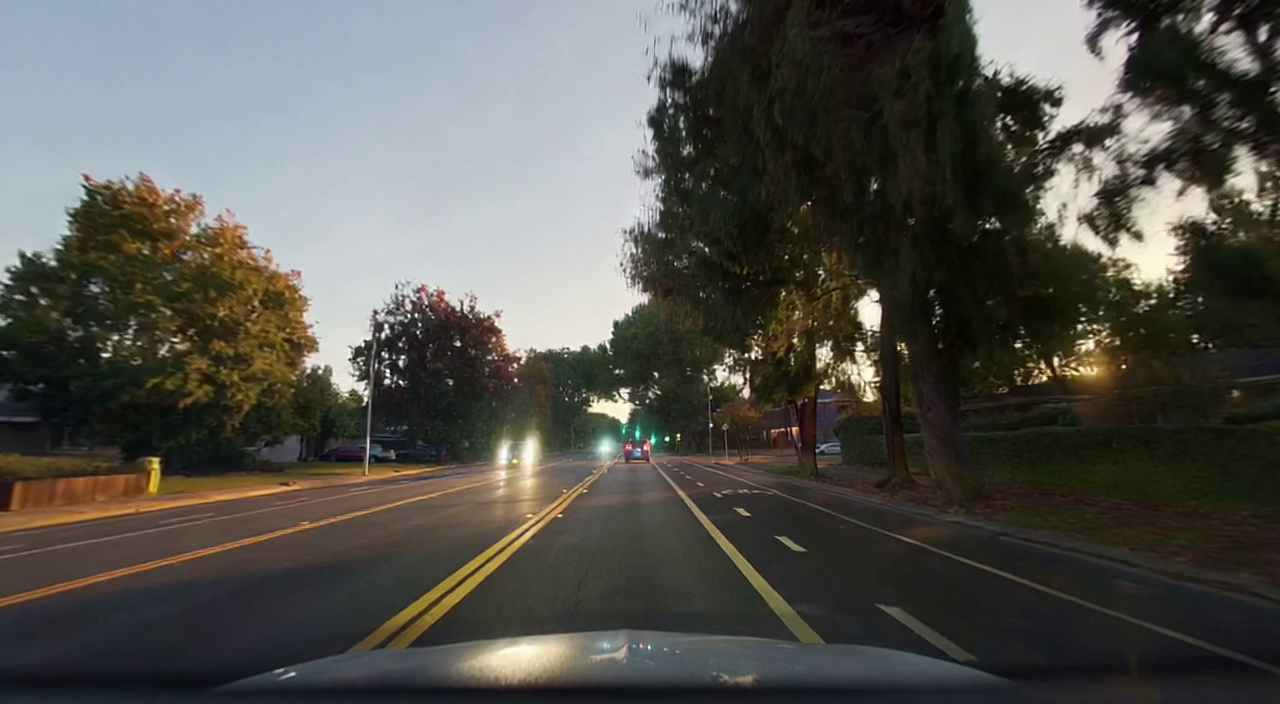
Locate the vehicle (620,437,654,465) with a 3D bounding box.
[{"bbox_3d":[-0.236,6.849,43.788,2.230,1.827,4.298,0,-8,0],"label":"vehicle"}]

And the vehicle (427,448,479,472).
[{"bbox_3d":[-12.329,7.139,41.969,2.090,1.478,4.376,0,-8,1],"label":"vehicle"}]

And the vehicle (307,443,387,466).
[{"bbox_3d":[-21.135,7.421,45.673,4.773,1.625,1.933,0,-8,-1],"label":"vehicle"}]

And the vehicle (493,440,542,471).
[{"bbox_3d":[-7.199,6.121,37.648,2.065,1.719,4.265,0,-8,0],"label":"vehicle"}]
